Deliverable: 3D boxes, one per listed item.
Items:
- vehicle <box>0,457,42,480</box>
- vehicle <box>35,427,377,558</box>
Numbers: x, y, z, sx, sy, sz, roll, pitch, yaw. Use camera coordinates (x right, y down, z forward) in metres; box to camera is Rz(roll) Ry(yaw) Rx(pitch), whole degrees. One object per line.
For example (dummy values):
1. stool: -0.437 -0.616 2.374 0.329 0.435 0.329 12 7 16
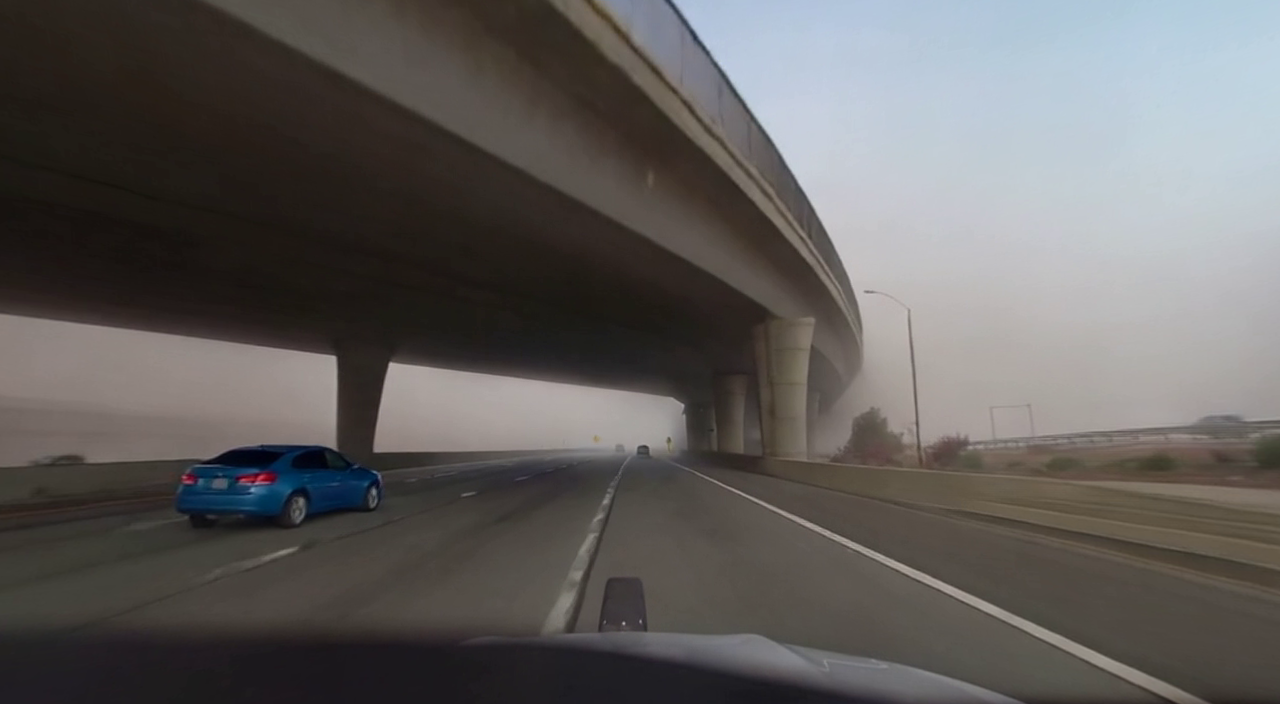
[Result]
1. vehicle: -42.687 7.804 42.097 1.716 1.412 3.919 0 -8 -1
2. vehicle: -6.182 2.031 9.926 2.105 1.551 4.602 0 -8 0
